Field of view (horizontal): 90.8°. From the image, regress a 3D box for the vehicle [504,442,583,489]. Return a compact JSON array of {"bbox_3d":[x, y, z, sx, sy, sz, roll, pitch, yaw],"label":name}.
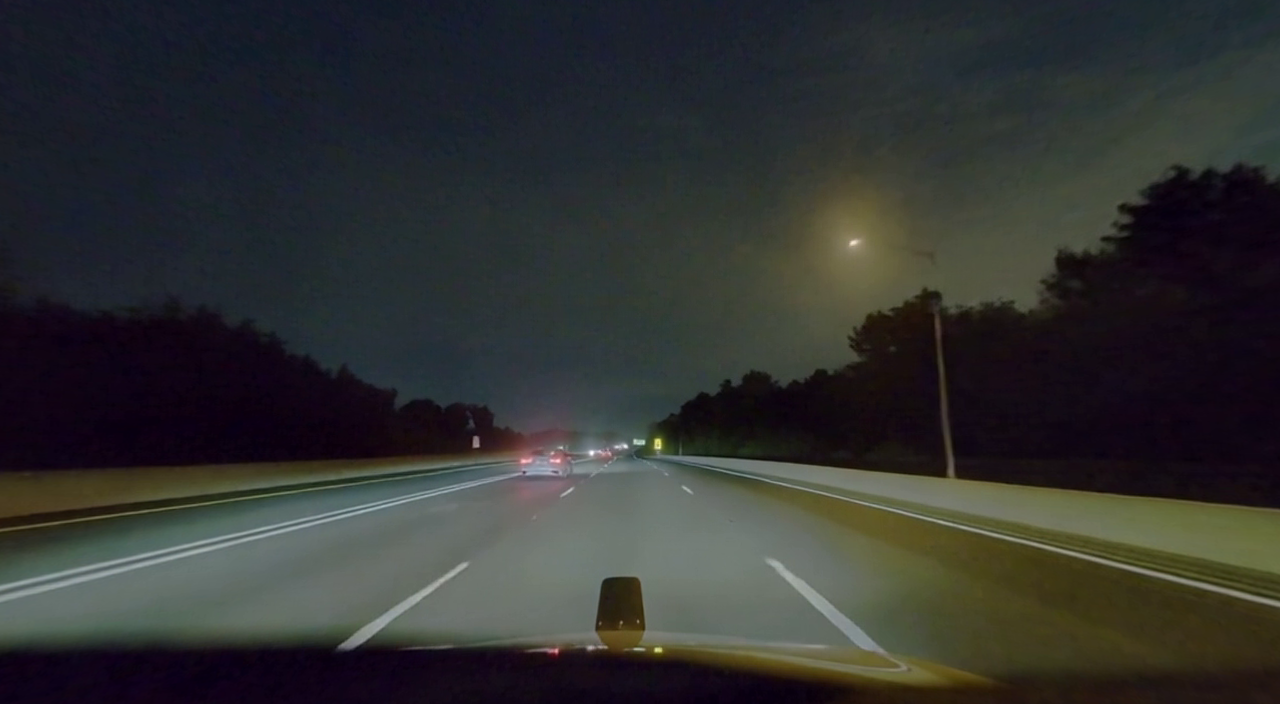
[{"bbox_3d":[-3.521,4.260,23.974,2.184,1.574,5.004,0,-9,0],"label":"vehicle"}]
